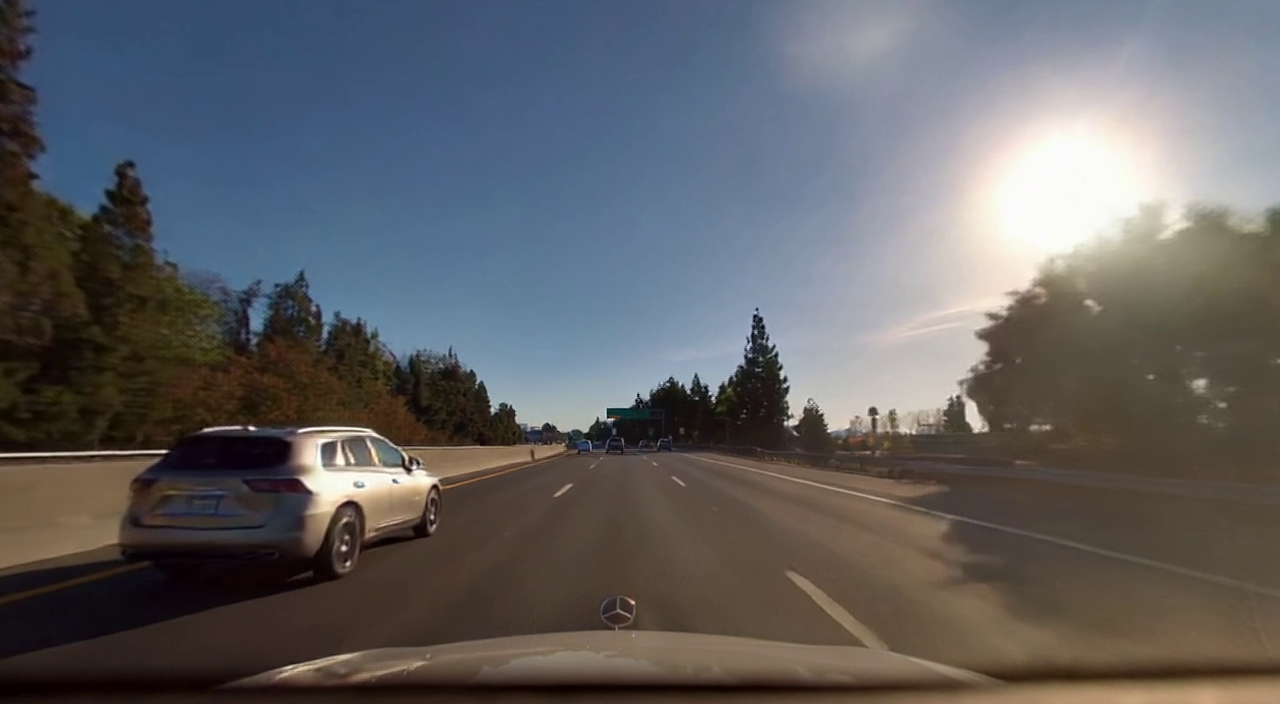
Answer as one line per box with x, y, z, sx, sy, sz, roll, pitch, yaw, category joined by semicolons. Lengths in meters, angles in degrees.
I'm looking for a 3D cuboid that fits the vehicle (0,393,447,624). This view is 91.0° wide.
-3.776;1.441;6.769;2.074;1.652;4.273;0;-8;-1;vehicle
